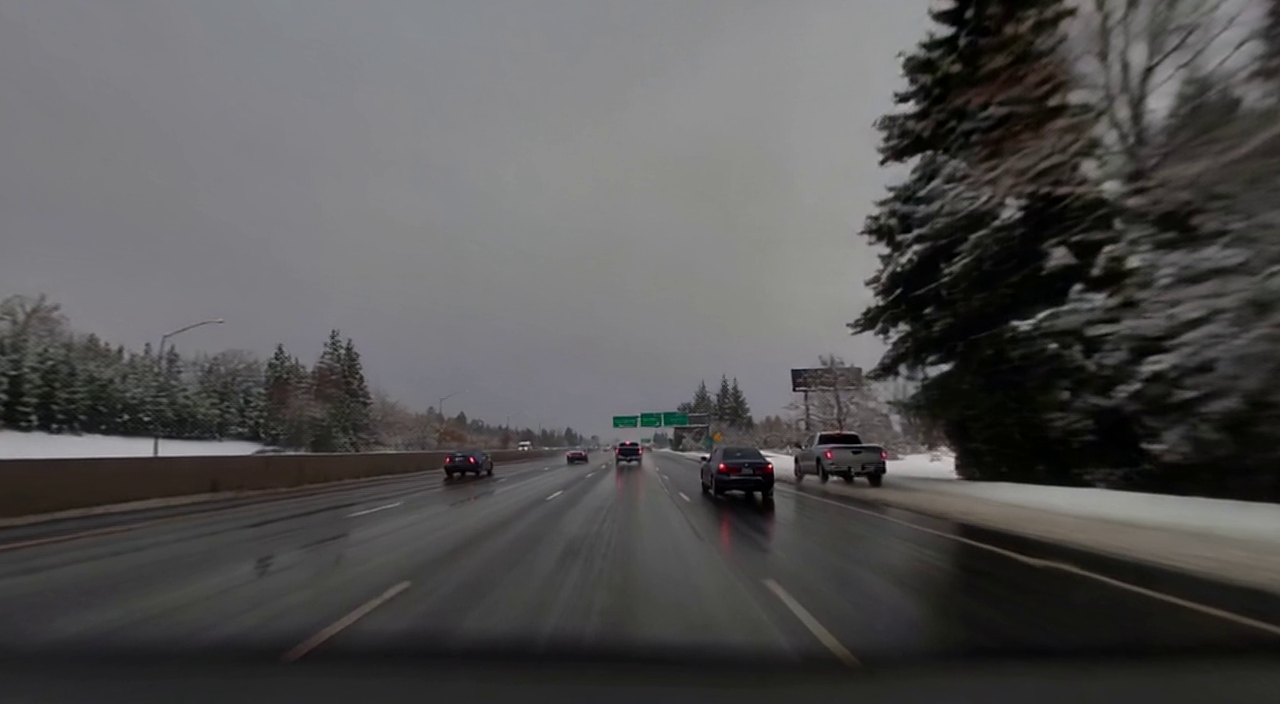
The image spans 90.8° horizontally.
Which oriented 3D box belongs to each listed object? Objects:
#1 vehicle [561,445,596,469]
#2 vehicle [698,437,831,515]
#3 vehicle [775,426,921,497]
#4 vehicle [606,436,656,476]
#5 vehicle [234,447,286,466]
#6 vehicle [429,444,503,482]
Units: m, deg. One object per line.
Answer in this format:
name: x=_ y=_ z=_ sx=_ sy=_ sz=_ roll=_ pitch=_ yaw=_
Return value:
vehicle: x=-4.088 y=7.042 z=42.574 sx=1.935 sy=1.487 sz=4.076 roll=0 pitch=-8 yaw=1
vehicle: x=2.563 y=2.669 z=14.150 sx=2.011 sy=1.462 sz=4.286 roll=0 pitch=-8 yaw=-1
vehicle: x=6.317 y=3.417 z=20.255 sx=2.635 sy=1.919 sz=5.907 roll=0 pitch=-8 yaw=-1
vehicle: x=-0.438 y=5.197 z=31.819 sx=2.323 sy=1.805 sz=4.729 roll=0 pitch=-8 yaw=0
vehicle: x=-29.898 y=8.216 z=49.822 sx=1.862 sy=1.473 sz=3.639 roll=0 pitch=-8 yaw=0
vehicle: x=-7.356 y=4.709 z=27.110 sx=1.920 sy=1.482 sz=4.385 roll=0 pitch=-8 yaw=0
